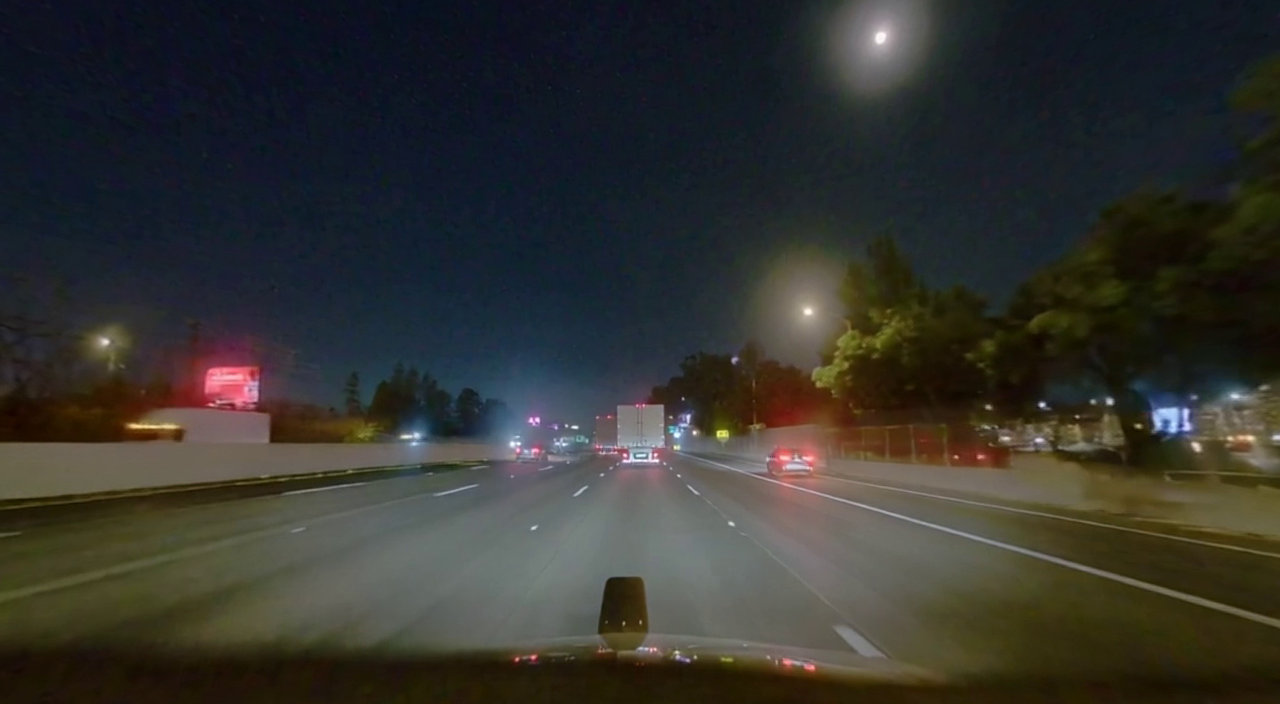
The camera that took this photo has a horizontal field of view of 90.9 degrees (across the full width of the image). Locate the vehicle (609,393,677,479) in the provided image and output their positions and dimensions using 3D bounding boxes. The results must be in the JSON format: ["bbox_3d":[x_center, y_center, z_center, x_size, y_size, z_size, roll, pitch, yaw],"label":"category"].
[{"bbox_3d":[0.045,4.534,35.420,3.054,3.944,11.230,-2,-6,-1],"label":"vehicle"}]

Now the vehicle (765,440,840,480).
[{"bbox_3d":[6.803,4.566,26.968,1.969,1.560,4.394,0,-8,-1],"label":"vehicle"}]

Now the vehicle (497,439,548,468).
[{"bbox_3d":[-6.795,5.919,36.976,1.992,1.547,4.673,0,-8,1],"label":"vehicle"}]

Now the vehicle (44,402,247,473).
[{"bbox_3d":[-19.022,3.406,24.966,2.825,2.420,6.603,0,-8,-2],"label":"vehicle"}]
